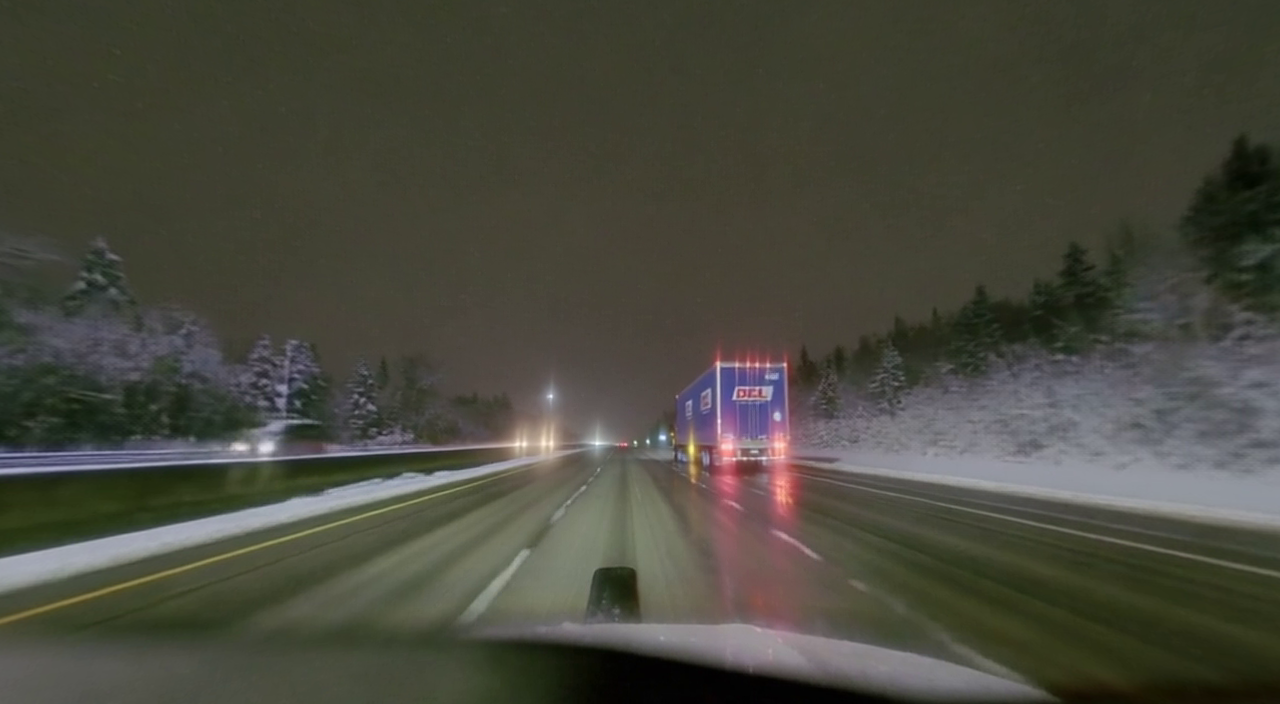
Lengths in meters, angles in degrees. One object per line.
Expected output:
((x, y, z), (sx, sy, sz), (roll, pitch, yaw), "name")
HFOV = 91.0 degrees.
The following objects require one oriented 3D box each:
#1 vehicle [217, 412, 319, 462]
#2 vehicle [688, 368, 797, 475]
((-20.787, 4.829, 35.548), (2.185, 2.586, 5.782), (0, -8, 0), "vehicle")
((4.063, 3.108, 27.214), (2.880, 3.918, 8.254), (0, -8, -3), "vehicle")
